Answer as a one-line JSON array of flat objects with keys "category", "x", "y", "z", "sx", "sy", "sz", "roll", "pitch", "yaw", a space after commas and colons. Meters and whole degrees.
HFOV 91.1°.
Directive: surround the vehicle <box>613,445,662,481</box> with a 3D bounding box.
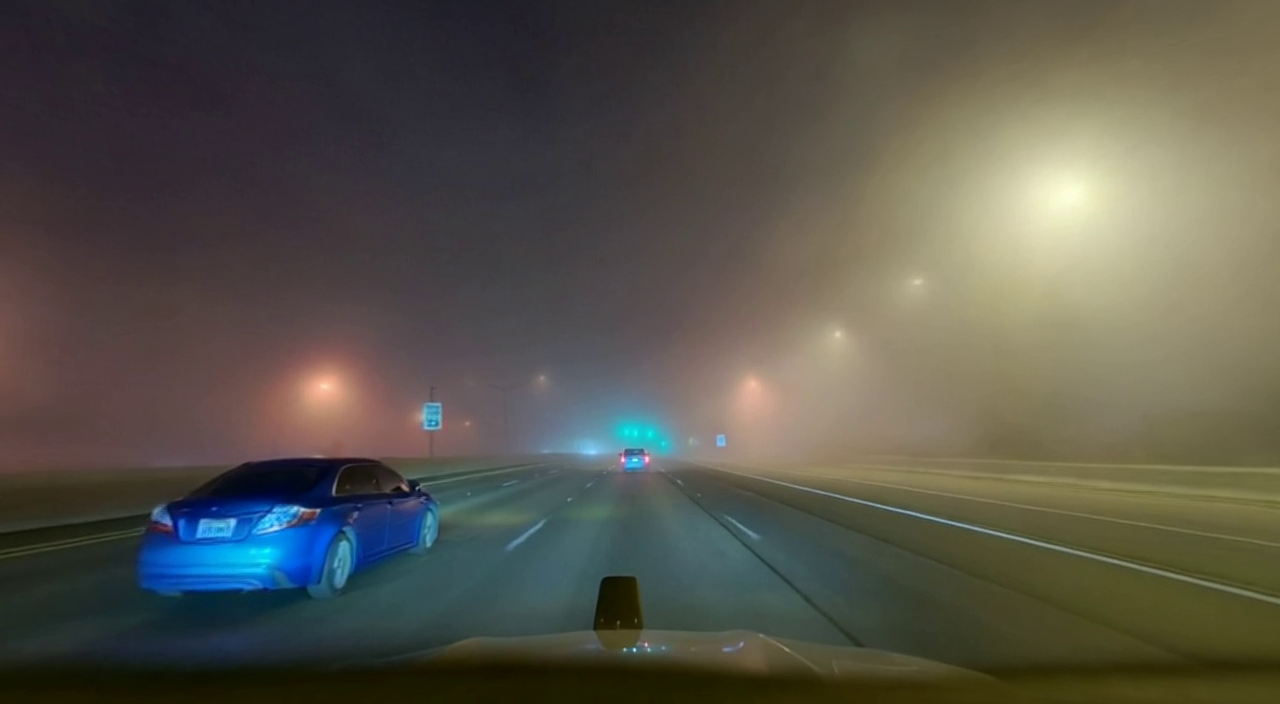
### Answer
[{"category": "vehicle", "x": -0.161, "y": 5.055, "z": 28.976, "sx": 2.055, "sy": 1.501, "sz": 4.321, "roll": 0, "pitch": -9, "yaw": -1}]
